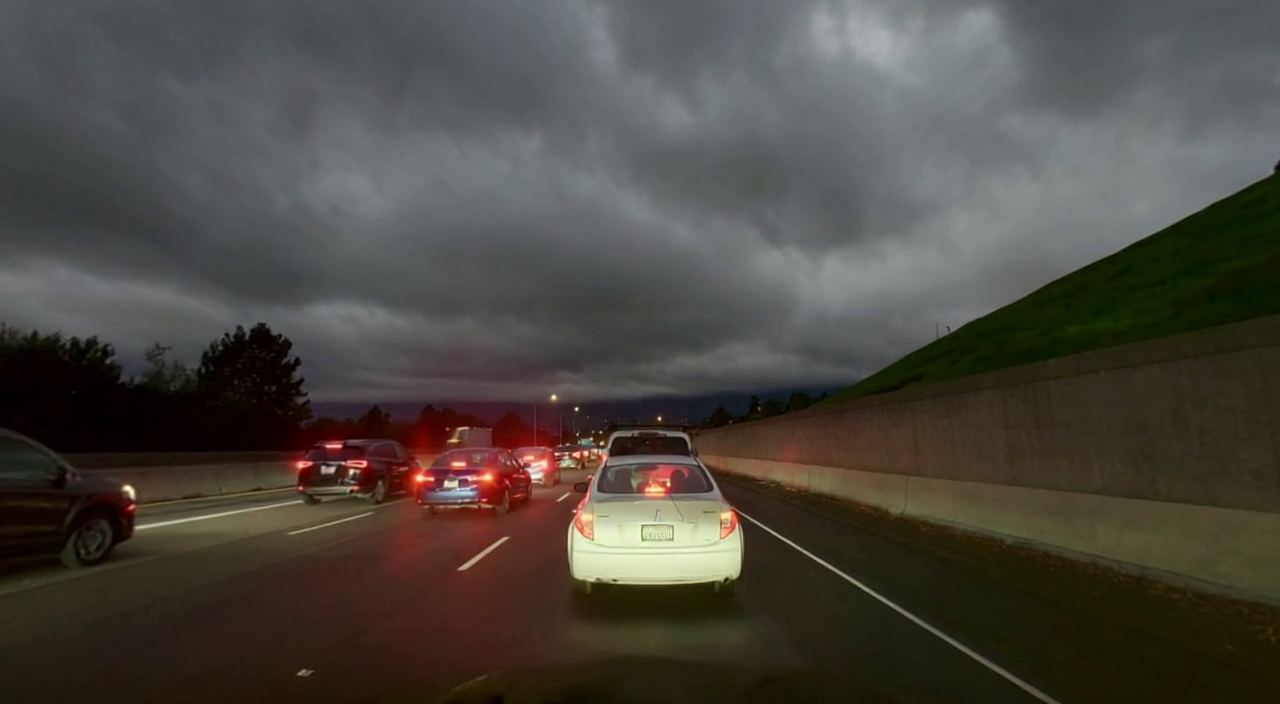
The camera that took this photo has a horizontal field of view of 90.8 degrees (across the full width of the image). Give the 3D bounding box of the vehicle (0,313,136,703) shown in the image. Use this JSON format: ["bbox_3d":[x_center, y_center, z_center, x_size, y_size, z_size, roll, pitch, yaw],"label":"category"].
[{"bbox_3d":[-3.531,0.517,0.588,2.085,1.893,4.880,0,-9,-1],"label":"vehicle"}]

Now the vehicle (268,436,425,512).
[{"bbox_3d":[-7.510,3.157,16.776,1.986,1.700,4.558,0,-9,0],"label":"vehicle"}]

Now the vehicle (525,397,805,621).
[{"bbox_3d":[0.159,1.653,7.735,2.210,1.760,5.303,0,-9,-1],"label":"vehicle"}]

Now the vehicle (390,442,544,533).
[{"bbox_3d":[-3.229,2.596,12.679,1.917,1.506,3.949,0,-9,1],"label":"vehicle"}]
